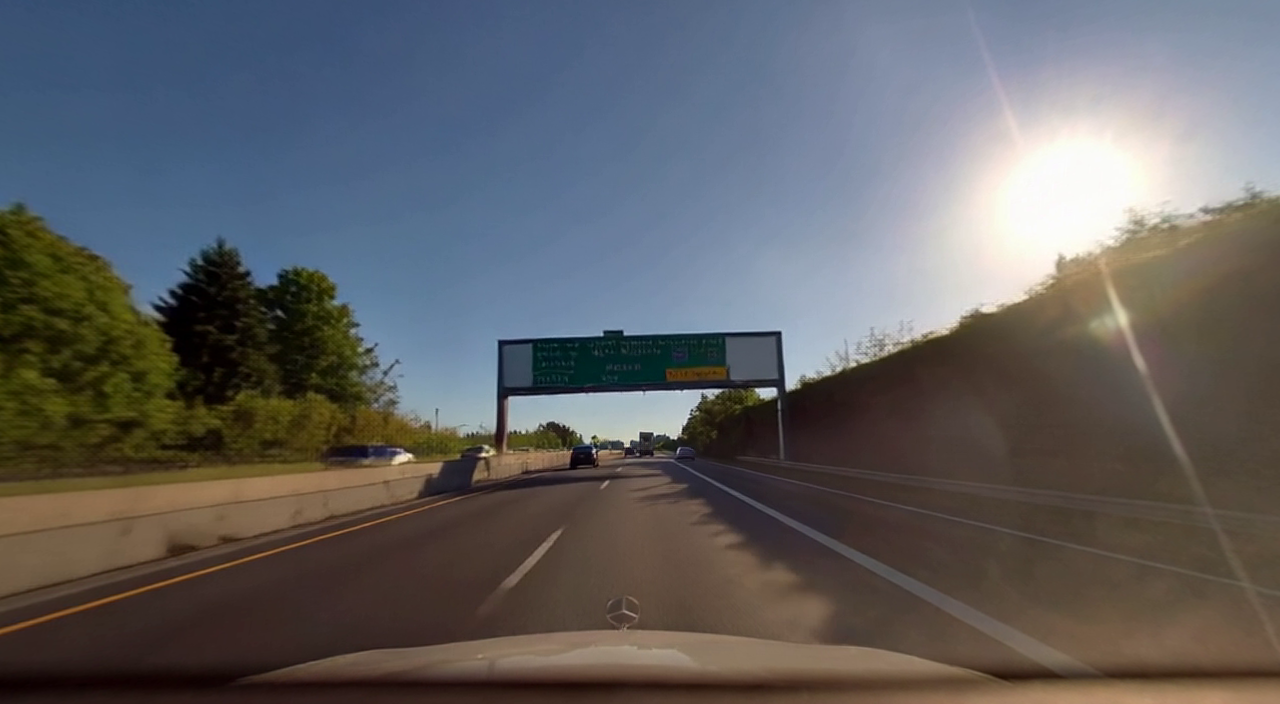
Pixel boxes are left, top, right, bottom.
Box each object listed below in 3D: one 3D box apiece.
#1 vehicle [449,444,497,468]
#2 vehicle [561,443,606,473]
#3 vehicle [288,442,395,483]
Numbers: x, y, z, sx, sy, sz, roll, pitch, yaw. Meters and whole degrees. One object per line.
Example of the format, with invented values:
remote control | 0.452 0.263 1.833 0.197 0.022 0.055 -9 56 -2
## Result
vehicle | -11.546 7.208 43.846 1.931 1.501 4.621 0 -9 2
vehicle | -3.018 5.766 34.518 2.020 1.475 4.434 0 -9 1
vehicle | -12.165 4.521 26.101 2.010 1.546 4.735 0 -9 1
